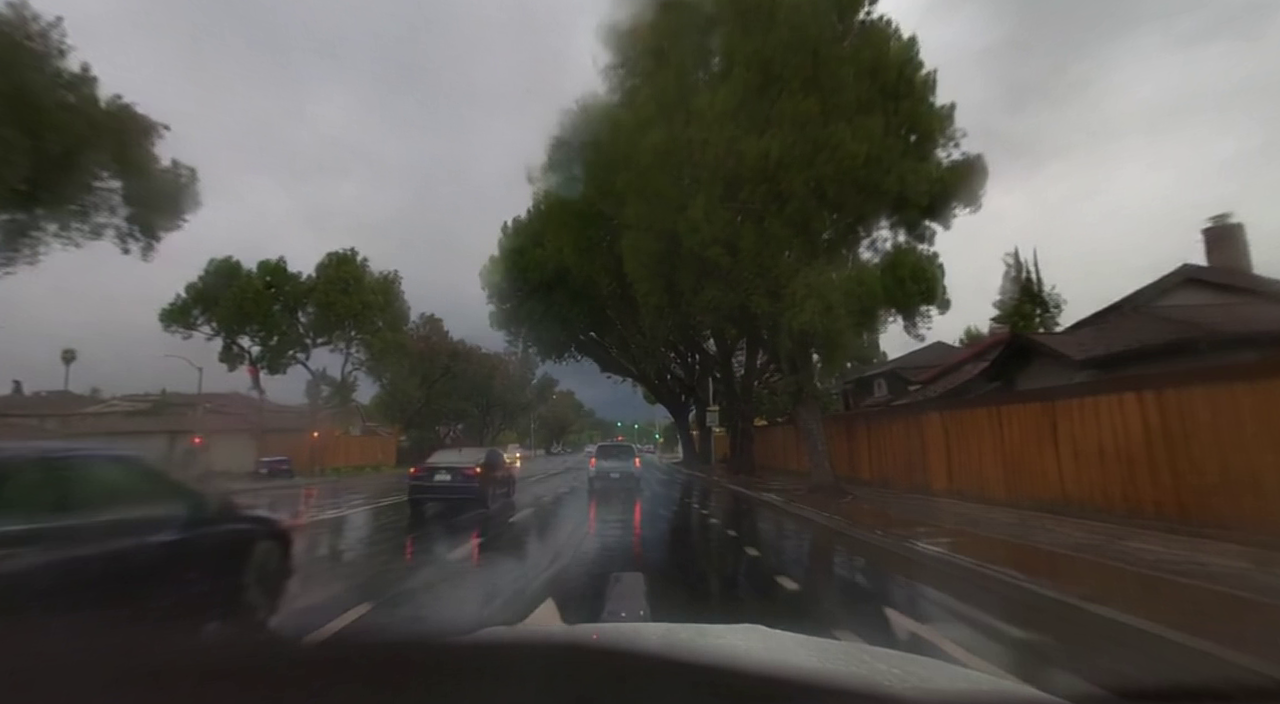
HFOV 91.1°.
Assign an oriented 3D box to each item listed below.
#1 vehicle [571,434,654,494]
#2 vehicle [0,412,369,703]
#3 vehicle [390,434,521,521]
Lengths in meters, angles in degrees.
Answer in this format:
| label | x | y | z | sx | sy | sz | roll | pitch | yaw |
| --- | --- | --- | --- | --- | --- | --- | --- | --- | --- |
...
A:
| label | x | y | z | sx | sy | sz | roll | pitch | yaw |
| --- | --- | --- | --- | --- | --- | --- | --- | --- | --- |
| vehicle | -0.999 | 3.464 | 19.762 | 2.290 | 1.653 | 4.127 | 1 | -8 | -7 |
| vehicle | -3.966 | 1.191 | 4.087 | 2.067 | 1.546 | 4.988 | 2 | -7 | 1 |
| vehicle | -3.722 | 2.565 | 13.389 | 1.986 | 1.561 | 3.805 | 1 | -8 | -6 |
